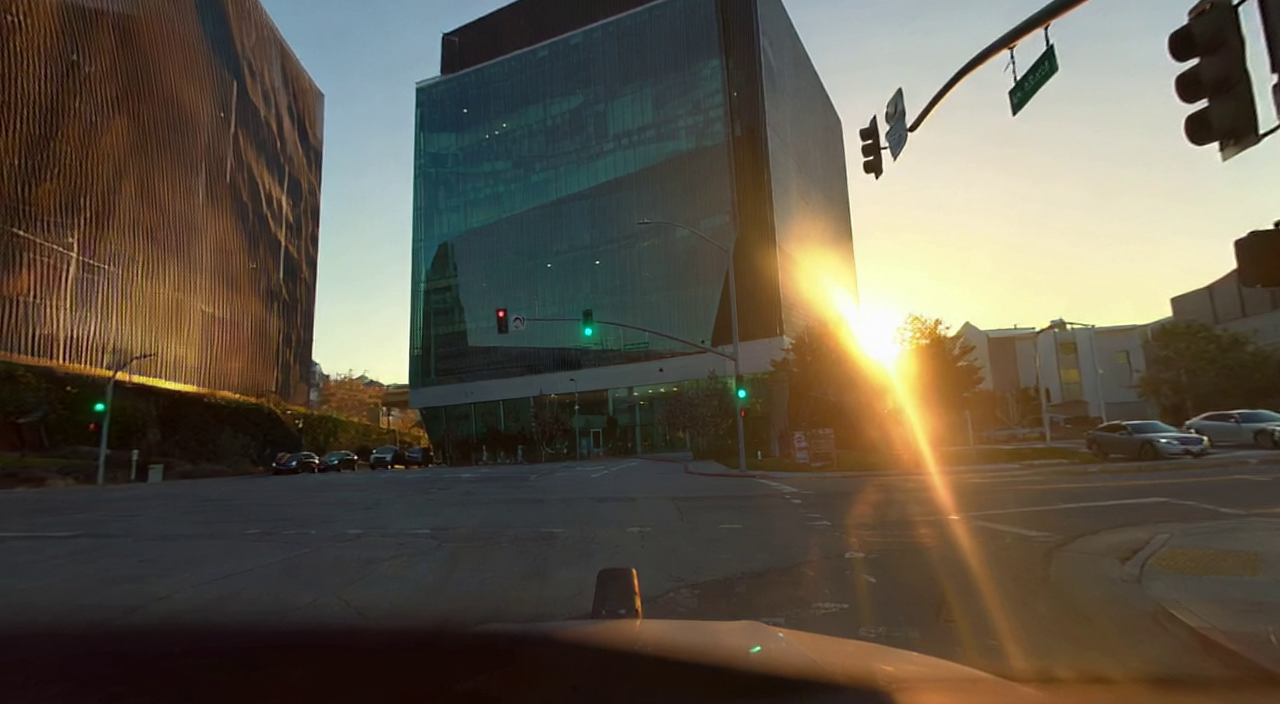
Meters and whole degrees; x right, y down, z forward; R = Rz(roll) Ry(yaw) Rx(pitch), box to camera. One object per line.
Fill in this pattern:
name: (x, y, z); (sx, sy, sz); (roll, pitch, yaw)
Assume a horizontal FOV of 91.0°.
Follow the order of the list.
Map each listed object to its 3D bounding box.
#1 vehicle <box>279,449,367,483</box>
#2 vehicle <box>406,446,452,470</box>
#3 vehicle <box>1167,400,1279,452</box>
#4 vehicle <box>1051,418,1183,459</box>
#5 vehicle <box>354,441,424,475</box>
vehicle: (-14.808, 5.317, 29.701); (1.790, 1.437, 4.349); (0, -9, 2)
vehicle: (-15.142, 7.613, 45.424); (1.932, 1.605, 4.146); (1, -9, -1)
vehicle: (24.404, 3.029, 25.198); (2.109, 1.836, 5.080); (-2, -10, 0)
vehicle: (19.071, 3.522, 25.493); (1.834, 1.480, 4.458); (0, -9, -1)
vehicle: (-14.899, 6.314, 37.748); (2.091, 1.915, 5.040); (0, -9, 0)
